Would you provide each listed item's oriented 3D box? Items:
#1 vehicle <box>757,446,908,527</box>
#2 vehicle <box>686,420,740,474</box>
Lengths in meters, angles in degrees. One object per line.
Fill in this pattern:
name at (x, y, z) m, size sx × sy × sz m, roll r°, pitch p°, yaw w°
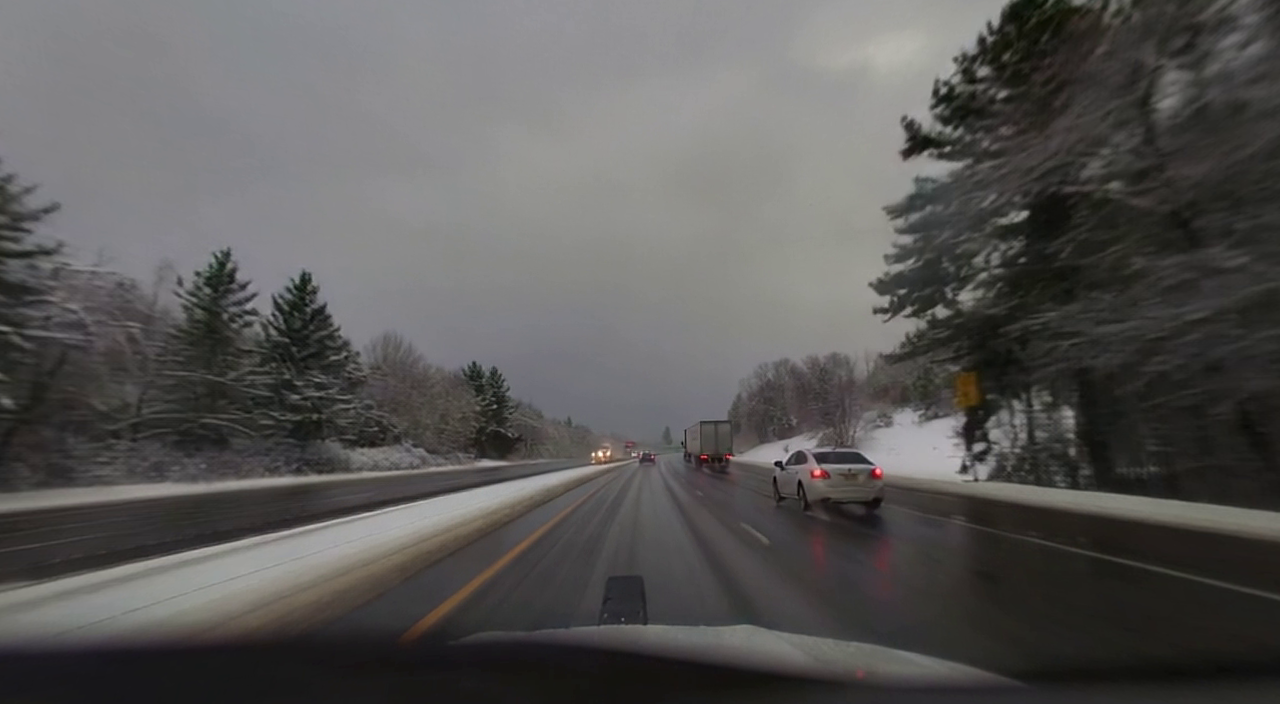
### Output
vehicle at (3.889, 2.766, 13.511) m, size 1.893 × 1.442 × 4.039 m, roll 0°, pitch -9°, yaw -1°
vehicle at (5.238, 7.157, 47.325) m, size 2.866 × 3.558 × 11.674 m, roll 0°, pitch -9°, yaw 1°
